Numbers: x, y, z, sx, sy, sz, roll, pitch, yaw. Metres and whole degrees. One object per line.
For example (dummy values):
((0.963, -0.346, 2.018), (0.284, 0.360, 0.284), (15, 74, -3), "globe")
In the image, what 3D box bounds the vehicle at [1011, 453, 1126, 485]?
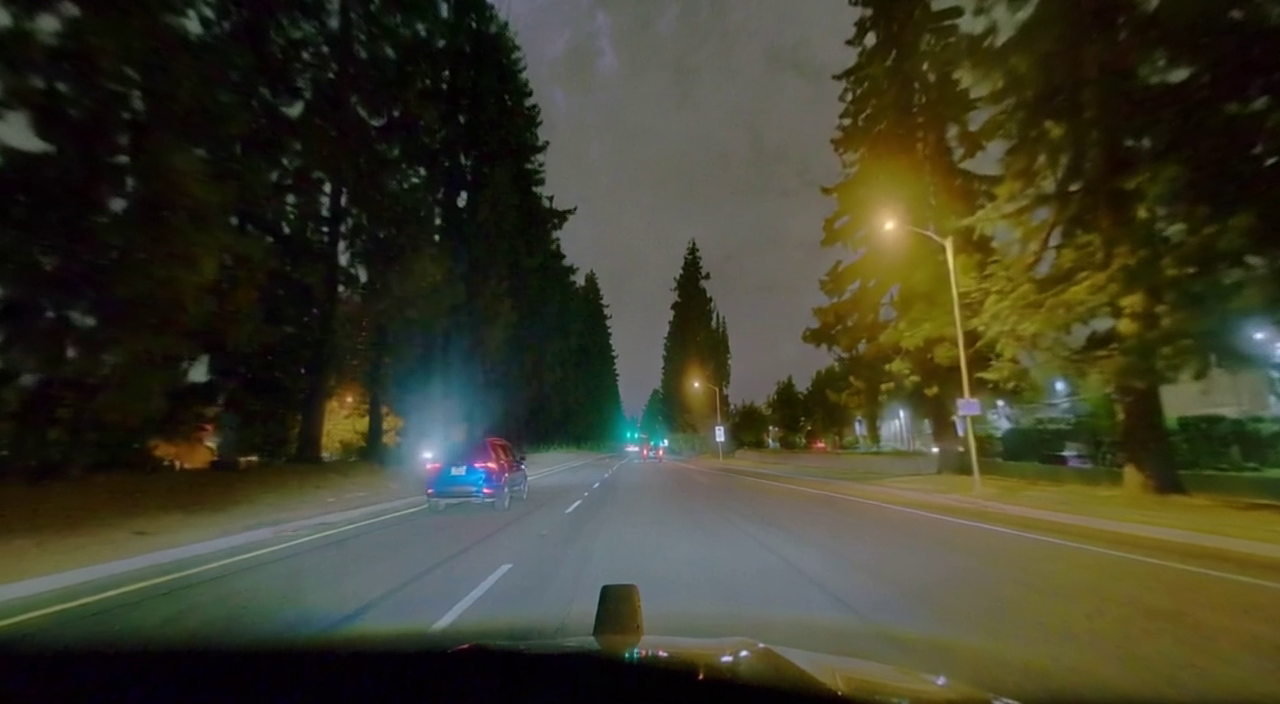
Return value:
((20.909, 5.706, 30.996), (4.145, 1.418, 1.988), (-1, -9, 8), "vehicle")

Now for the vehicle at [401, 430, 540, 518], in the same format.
((-3.744, 2.777, 14.899), (2.078, 1.748, 4.279), (0, -8, 0), "vehicle")
